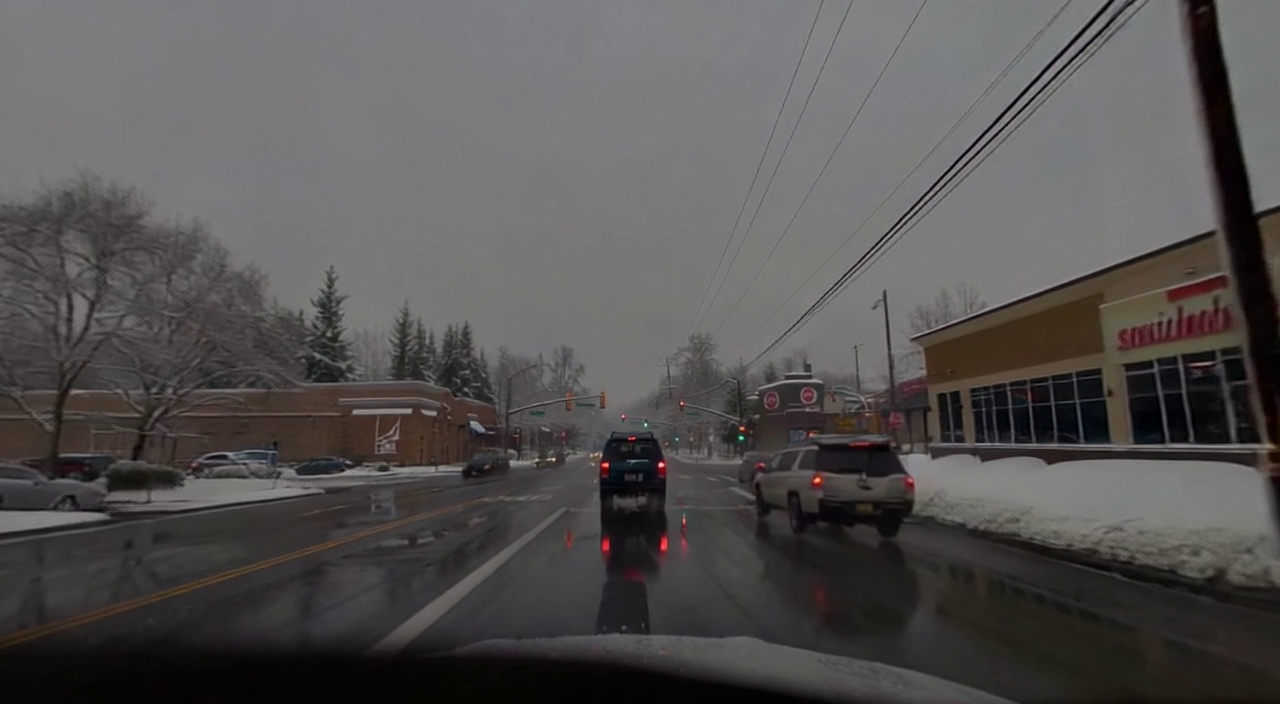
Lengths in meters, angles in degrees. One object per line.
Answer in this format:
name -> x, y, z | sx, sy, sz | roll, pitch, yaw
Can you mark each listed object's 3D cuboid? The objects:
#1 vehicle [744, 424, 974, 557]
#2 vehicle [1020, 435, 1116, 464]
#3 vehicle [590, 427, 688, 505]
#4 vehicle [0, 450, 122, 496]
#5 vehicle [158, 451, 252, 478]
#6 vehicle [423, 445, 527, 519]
vehicle -> 3.367, 2.228, 10.959 | 2.276, 1.787, 4.630 | 0, -8, -1
vehicle -> 23.621, 5.394, 34.987 | 4.092, 1.496, 1.889 | -4, -9, 25
vehicle -> -0.051, 3.445, 19.619 | 2.638, 2.065, 5.313 | 0, -8, 0
vehicle -> -26.380, 5.331, 28.241 | 2.123, 1.820, 5.136 | 0, -8, -3
vehicle -> -27.415, 7.092, 39.805 | 4.458, 1.608, 2.051 | 0, -8, 2
vehicle -> -4.310, 3.150, 15.973 | 1.975, 1.570, 4.456 | 3, -9, -21
